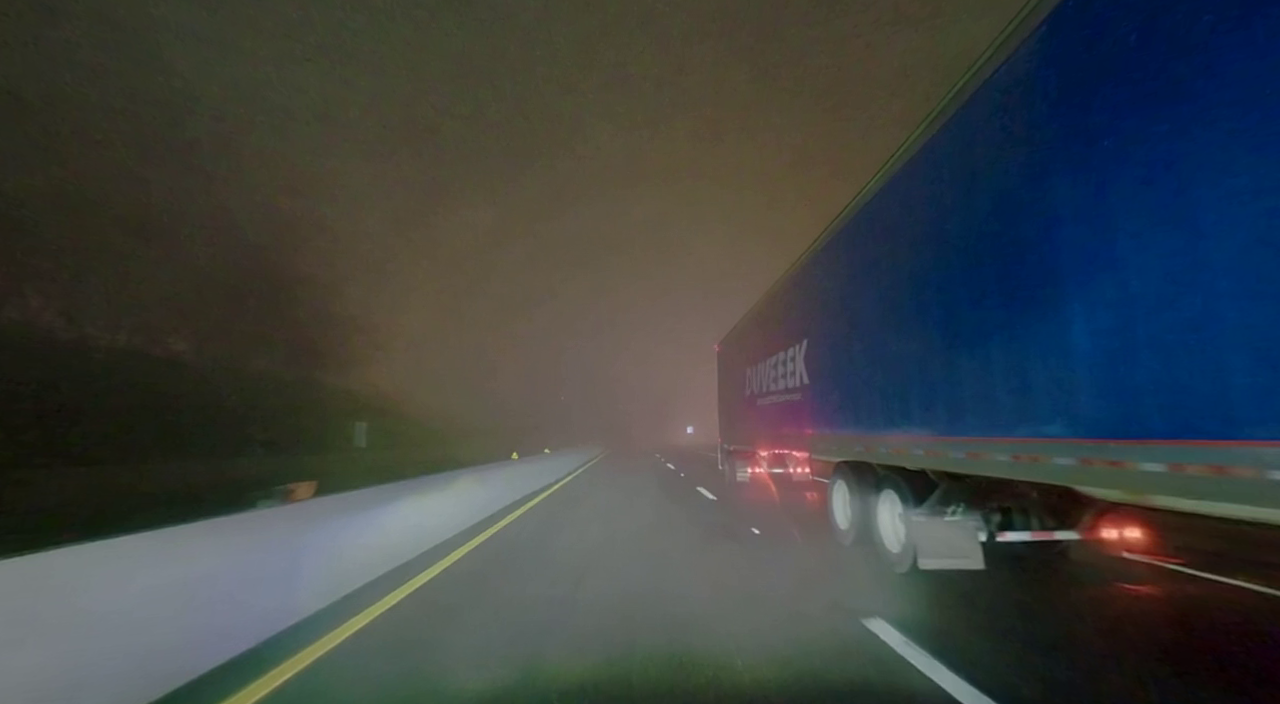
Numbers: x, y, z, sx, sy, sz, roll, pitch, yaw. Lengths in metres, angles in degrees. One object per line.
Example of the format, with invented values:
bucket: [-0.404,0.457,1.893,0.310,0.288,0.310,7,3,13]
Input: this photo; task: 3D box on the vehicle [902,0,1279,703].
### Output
vehicle: [4.004,-0.665,1.255,2.946,4.135,8.808,0,-8,-1]
